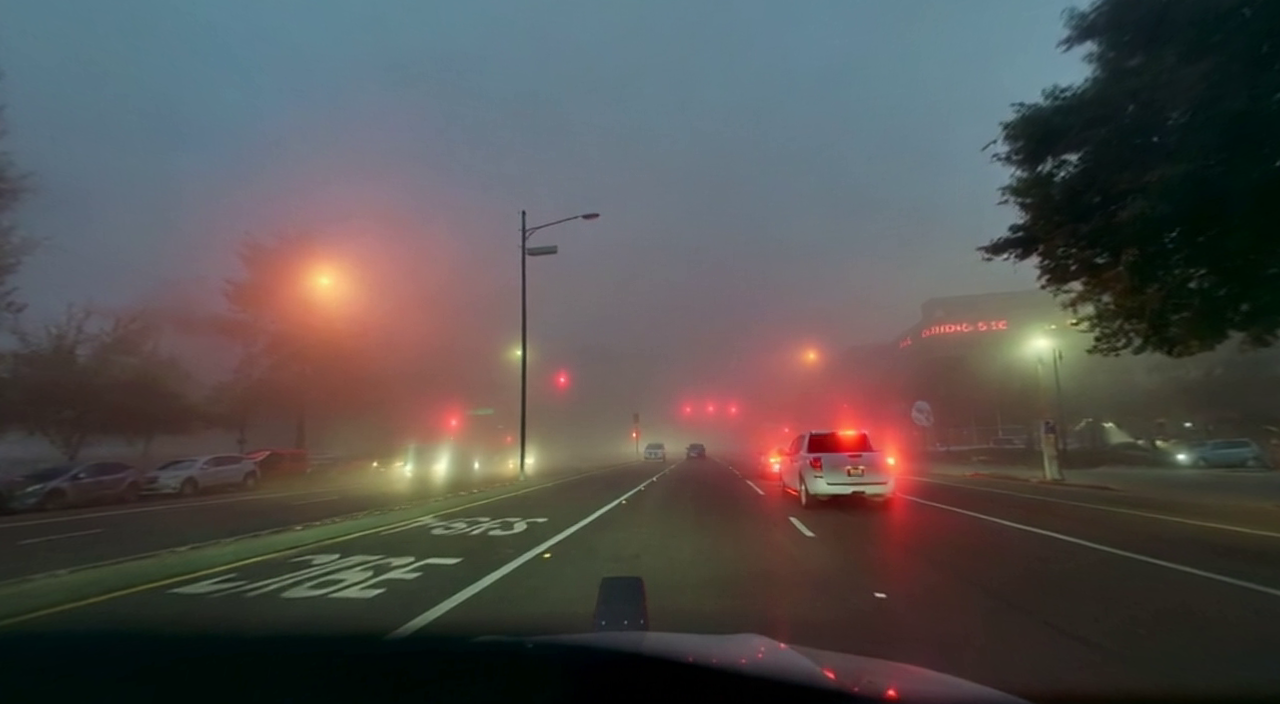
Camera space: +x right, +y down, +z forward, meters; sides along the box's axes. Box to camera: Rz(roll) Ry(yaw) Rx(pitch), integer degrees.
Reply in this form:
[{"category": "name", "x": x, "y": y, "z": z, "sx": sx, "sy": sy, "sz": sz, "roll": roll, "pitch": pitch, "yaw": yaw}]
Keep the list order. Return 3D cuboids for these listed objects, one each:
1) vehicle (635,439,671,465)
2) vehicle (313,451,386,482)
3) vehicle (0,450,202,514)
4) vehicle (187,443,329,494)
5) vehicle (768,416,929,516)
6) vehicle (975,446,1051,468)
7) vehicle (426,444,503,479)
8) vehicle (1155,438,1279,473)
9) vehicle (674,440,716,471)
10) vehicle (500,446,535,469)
[{"category": "vehicle", "x": 0.974, "y": 6.940, "z": 43.937, "sx": 2.057, "sy": 1.678, "sz": 4.639, "roll": -1, "pitch": -8, "yaw": 7}, {"category": "vehicle", "x": -15.321, "y": 6.054, "z": 33.555, "sx": 1.804, "sy": 1.437, "sz": 4.560, "roll": 0, "pitch": -8, "yaw": -1}, {"category": "vehicle", "x": -15.955, "y": 3.786, "z": 18.959, "sx": 1.937, "sy": 1.605, "sz": 4.531, "roll": -1, "pitch": -8, "yaw": 6}, {"category": "vehicle", "x": -15.873, "y": 4.827, "z": 26.729, "sx": 2.200, "sy": 1.884, "sz": 5.653, "roll": -1, "pitch": -8, "yaw": 4}, {"category": "vehicle", "x": 4.322, "y": 2.448, "z": 14.084, "sx": 2.282, "sy": 1.797, "sz": 4.924, "roll": -1, "pitch": -8, "yaw": 5}, {"category": "vehicle", "x": 27.039, "y": 7.615, "z": 45.812, "sx": 4.361, "sy": 1.429, "sz": 1.843, "roll": 0, "pitch": -9, "yaw": 11}, {"category": "vehicle", "x": -8.409, "y": 5.265, "z": 30.645, "sx": 2.047, "sy": 1.572, "sz": 4.472, "roll": -1, "pitch": -8, "yaw": 6}, {"category": "vehicle", "x": 28.640, "y": 5.028, "z": 30.561, "sx": 2.043, "sy": 1.496, "sz": 5.210, "roll": 3, "pitch": -10, "yaw": -21}, {"category": "vehicle", "x": 2.963, "y": 5.449, "z": 33.412, "sx": 2.059, "sy": 1.477, "sz": 3.988, "roll": -1, "pitch": -8, "yaw": 7}, {"category": "vehicle", "x": -8.647, "y": 7.452, "z": 44.735, "sx": 1.884, "sy": 1.456, "sz": 4.356, "roll": 0, "pitch": -8, "yaw": -3}]
